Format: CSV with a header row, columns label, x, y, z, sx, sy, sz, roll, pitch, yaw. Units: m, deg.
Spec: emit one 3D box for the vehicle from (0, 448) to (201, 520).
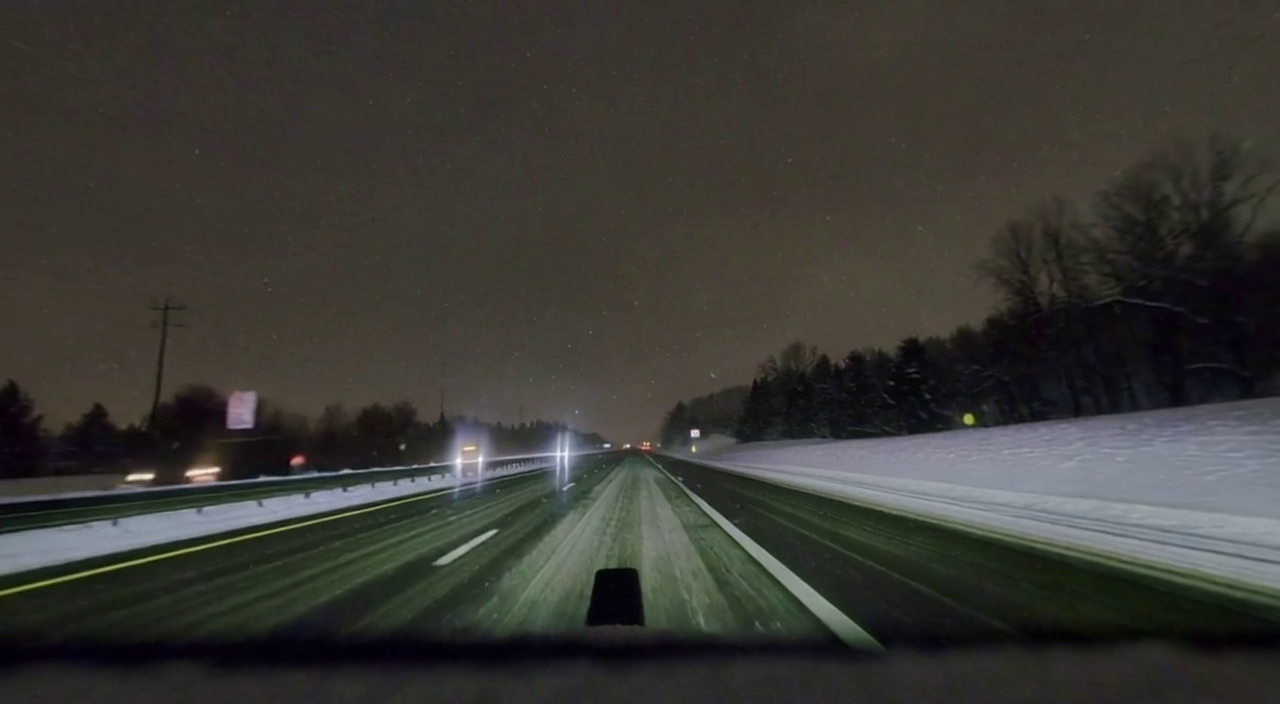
label,x,y,z,sx,sy,sz,roll,pitch,yaw
vehicle,-13.291,3.192,15.625,1.833,1.537,3.864,0,-9,0
